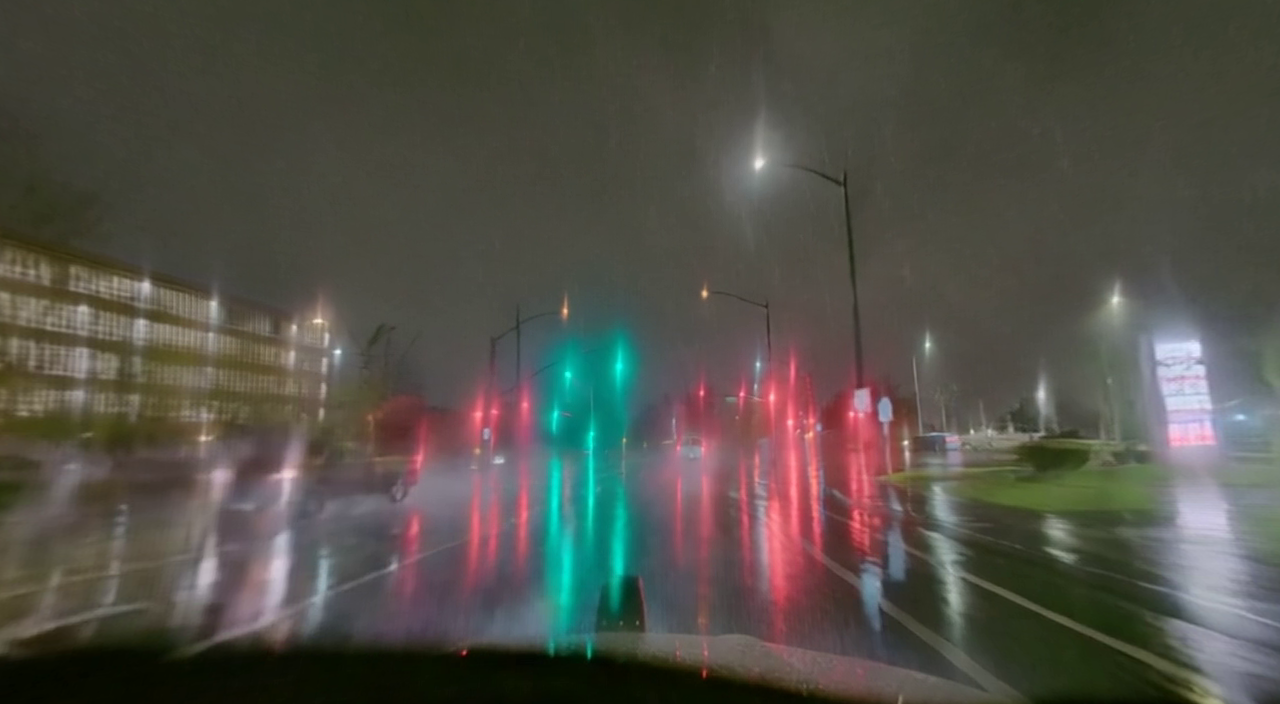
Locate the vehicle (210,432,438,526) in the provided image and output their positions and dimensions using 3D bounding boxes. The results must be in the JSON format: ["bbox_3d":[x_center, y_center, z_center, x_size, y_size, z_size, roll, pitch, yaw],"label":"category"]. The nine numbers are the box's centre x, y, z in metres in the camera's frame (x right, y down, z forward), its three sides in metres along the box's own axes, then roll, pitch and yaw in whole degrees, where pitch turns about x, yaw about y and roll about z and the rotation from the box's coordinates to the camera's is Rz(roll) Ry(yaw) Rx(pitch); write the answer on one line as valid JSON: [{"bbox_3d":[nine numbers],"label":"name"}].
[{"bbox_3d":[-6.628,2.697,14.138,2.183,1.699,4.974,-1,-8,5],"label":"vehicle"}]

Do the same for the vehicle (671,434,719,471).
[{"bbox_3d":[2.982,5.314,33.640,2.230,1.827,4.298,-1,-9,9],"label":"vehicle"}]
